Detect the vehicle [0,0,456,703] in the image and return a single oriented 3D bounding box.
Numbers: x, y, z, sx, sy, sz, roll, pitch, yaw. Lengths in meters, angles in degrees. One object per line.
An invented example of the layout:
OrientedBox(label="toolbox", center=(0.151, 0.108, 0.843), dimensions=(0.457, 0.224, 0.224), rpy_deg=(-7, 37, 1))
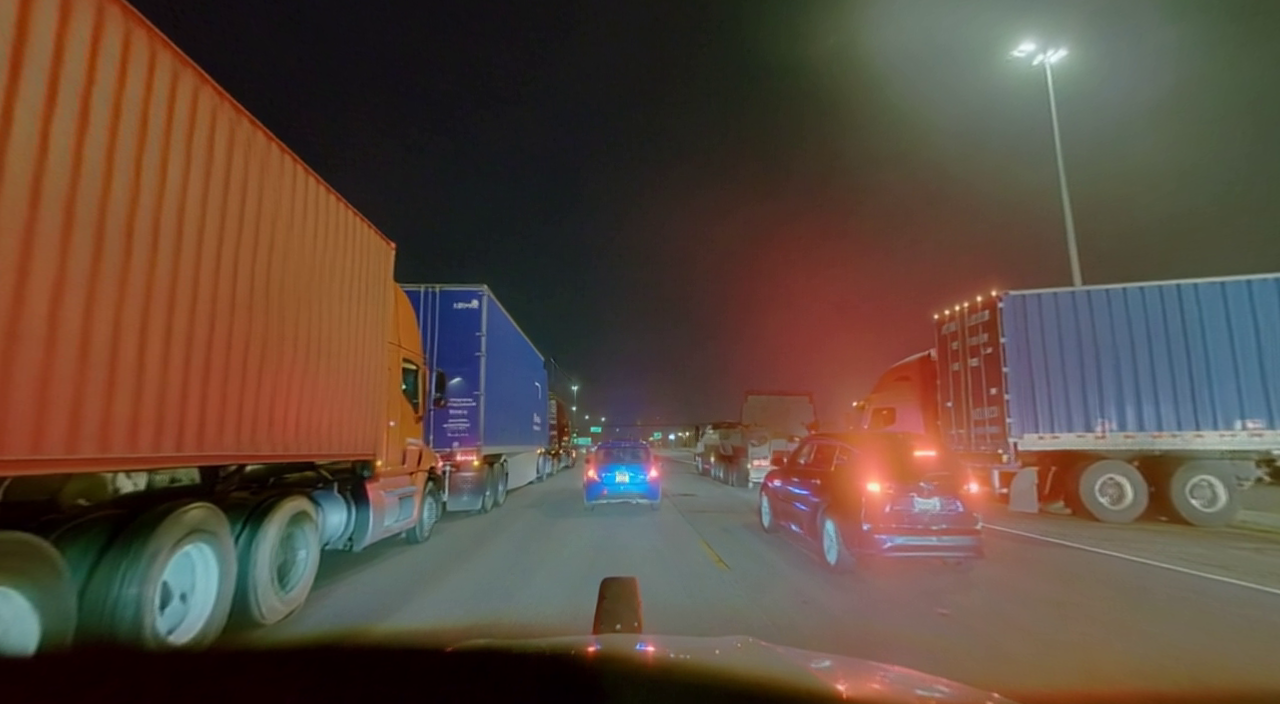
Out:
OrientedBox(label="vehicle", center=(-3.986, 0.362, 4.048), dimensions=(2.986, 3.391, 9.523), rpy_deg=(0, -9, -2))

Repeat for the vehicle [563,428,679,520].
OrientedBox(label="vehicle", center=(-0.369, 2.566, 13.628), dimensions=(2.140, 1.682, 3.971), rpy_deg=(0, -9, 0))

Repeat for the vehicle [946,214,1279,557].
OrientedBox(label="vehicle", center=(11.148, 0.181, 6.686), dimensions=(13.564, 4.152, 3.110), rpy_deg=(-9, -12, 42))

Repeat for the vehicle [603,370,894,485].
OrientedBox(label="vehicle", center=(3.924, 3.565, 28.968), dimensions=(2.877, 4.124, 14.516), rpy_deg=(3, -8, -41))
